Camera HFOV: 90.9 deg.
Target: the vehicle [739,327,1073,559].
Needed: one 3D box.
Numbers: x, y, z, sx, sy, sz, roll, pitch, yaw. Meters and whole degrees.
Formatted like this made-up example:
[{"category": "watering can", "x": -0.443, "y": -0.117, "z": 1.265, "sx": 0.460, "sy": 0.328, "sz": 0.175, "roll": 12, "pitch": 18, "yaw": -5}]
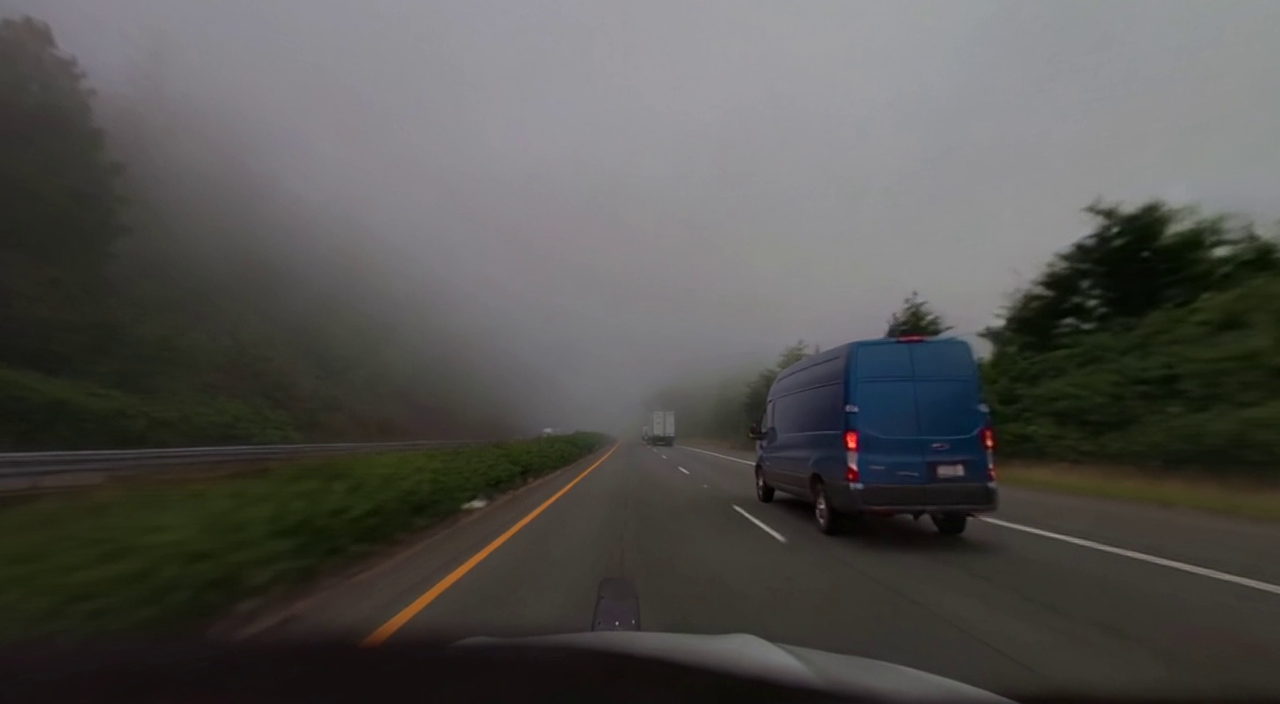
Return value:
[{"category": "vehicle", "x": 3.448, "y": 1.399, "z": 10.144, "sx": 2.570, "sy": 2.596, "sz": 6.082, "roll": 0, "pitch": -8, "yaw": -1}]
